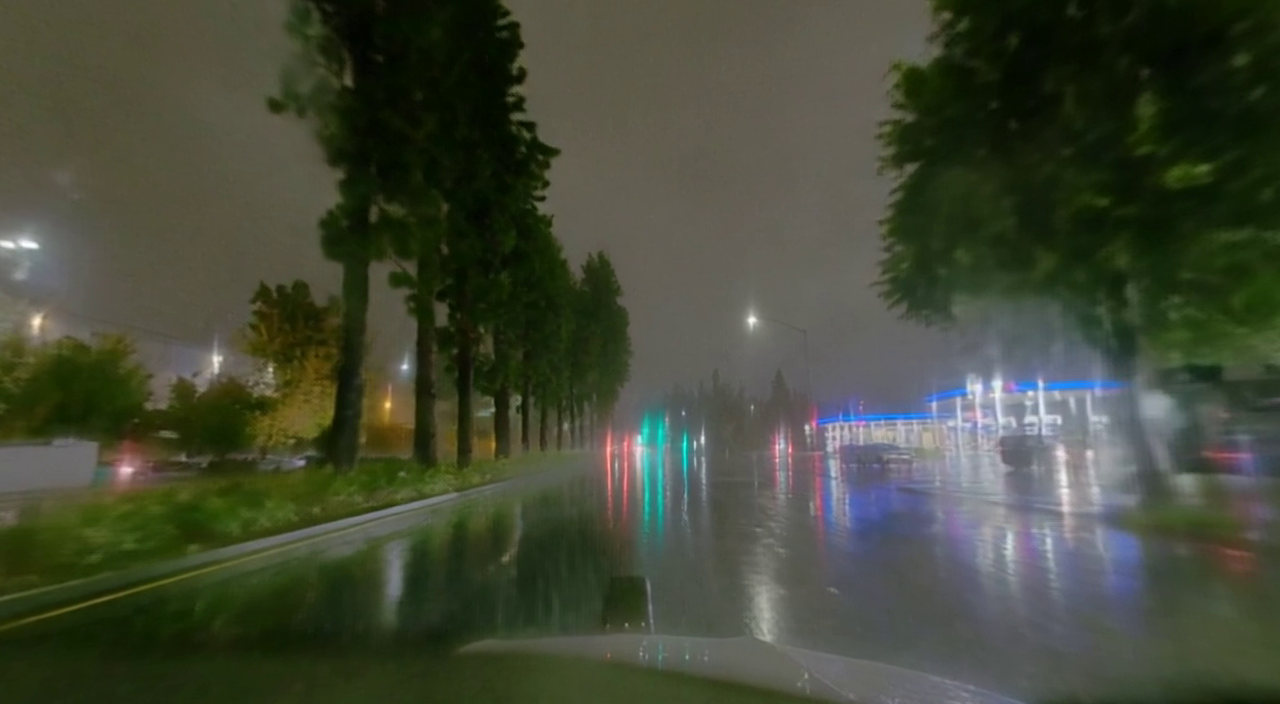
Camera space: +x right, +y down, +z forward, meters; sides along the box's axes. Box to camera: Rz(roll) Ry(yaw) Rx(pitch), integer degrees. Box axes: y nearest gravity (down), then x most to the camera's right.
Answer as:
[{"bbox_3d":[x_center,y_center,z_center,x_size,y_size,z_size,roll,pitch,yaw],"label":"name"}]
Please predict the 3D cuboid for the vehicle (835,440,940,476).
[{"bbox_3d":[12.042,5.133,30.780,4.359,1.656,1.894,1,-9,-11],"label":"vehicle"}]

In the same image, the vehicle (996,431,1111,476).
[{"bbox_3d":[17.174,4.206,26.438,1.806,1.721,3.978,0,-8,-7],"label":"vehicle"}]

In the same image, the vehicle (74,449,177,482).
[{"bbox_3d":[-31.179,6.885,38.446,2.059,1.782,5.016,1,-8,-1],"label":"vehicle"}]

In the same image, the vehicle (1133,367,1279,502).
[{"bbox_3d":[14.984,1.826,14.129,5.820,2.752,2.234,0,-8,-1],"label":"vehicle"}]
